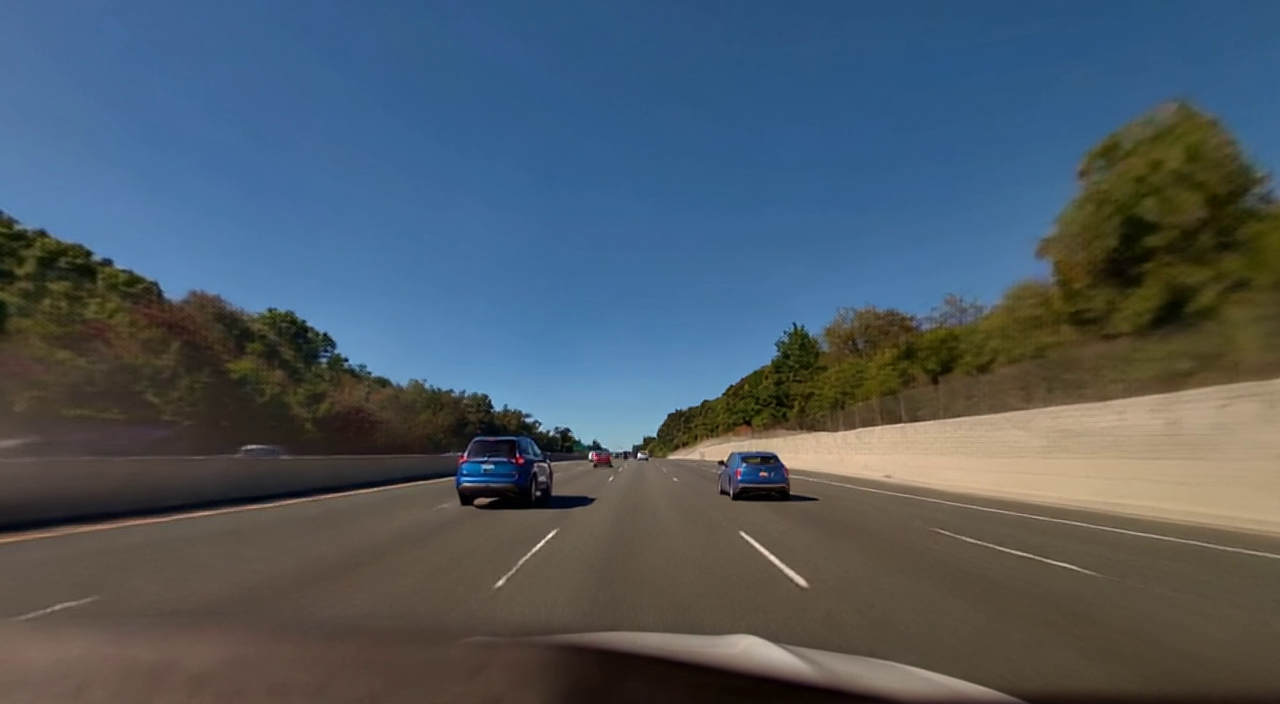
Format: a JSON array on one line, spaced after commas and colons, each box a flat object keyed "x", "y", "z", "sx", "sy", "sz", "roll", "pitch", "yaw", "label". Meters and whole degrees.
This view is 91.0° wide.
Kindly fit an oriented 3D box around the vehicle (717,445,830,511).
[{"x": 3.330, "y": 3.215, "z": 16.589, "sx": 1.979, "sy": 1.486, "sz": 4.125, "roll": 0, "pitch": -9, "yaw": -1, "label": "vehicle"}]

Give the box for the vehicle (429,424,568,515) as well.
[{"x": -3.029, "y": 2.651, "z": 14.623, "sx": 2.137, "sy": 1.756, "sz": 4.453, "roll": 0, "pitch": -9, "yaw": 1, "label": "vehicle"}]

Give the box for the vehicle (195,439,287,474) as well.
[{"x": -21.503, "y": 5.657, "z": 34.219, "sx": 1.978, "sy": 1.716, "sz": 4.532, "roll": 0, "pitch": -9, "yaw": 0, "label": "vehicle"}]

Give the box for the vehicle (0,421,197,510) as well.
[{"x": -11.836, "y": 2.308, "z": 13.215, "sx": 1.902, "sy": 1.539, "sz": 4.310, "roll": 0, "pitch": -9, "yaw": 0, "label": "vehicle"}]
